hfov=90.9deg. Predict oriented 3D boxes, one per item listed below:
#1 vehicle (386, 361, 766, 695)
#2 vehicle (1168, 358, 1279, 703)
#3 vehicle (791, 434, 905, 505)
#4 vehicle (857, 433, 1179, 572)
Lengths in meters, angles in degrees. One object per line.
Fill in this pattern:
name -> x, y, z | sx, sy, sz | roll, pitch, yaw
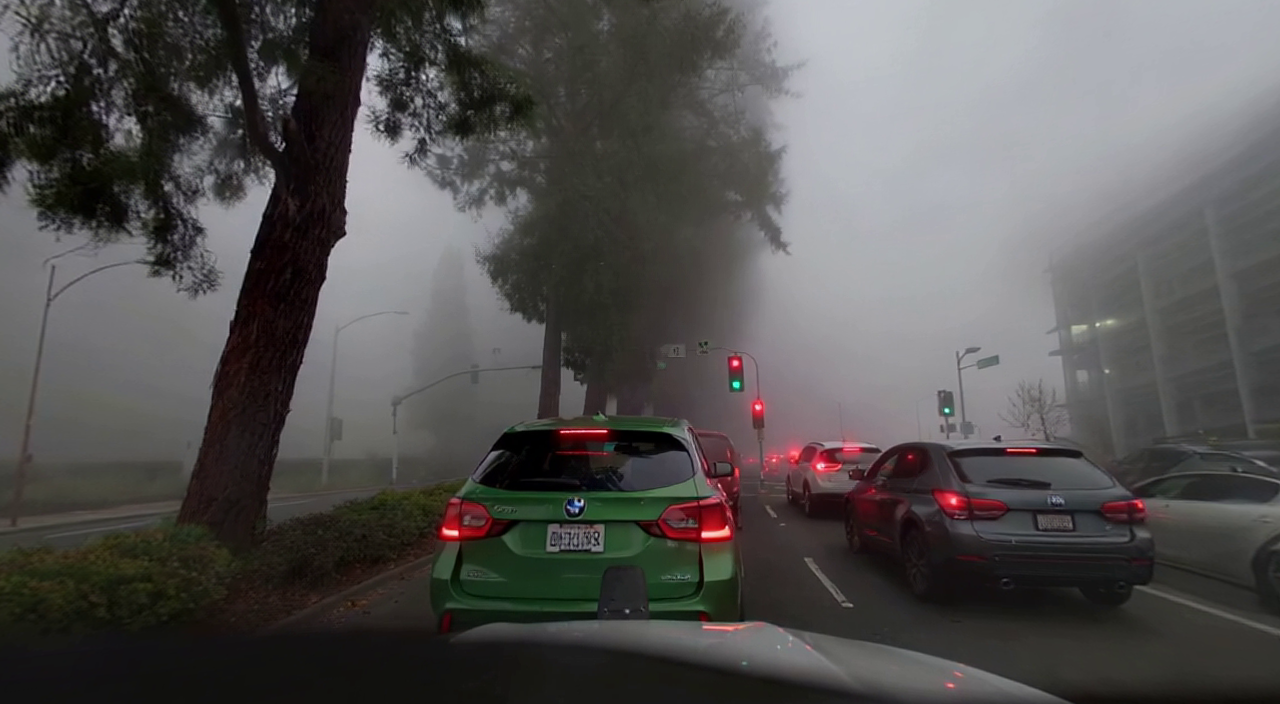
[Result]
vehicle -> -0.215, 1.237, 5.565 | 2.021, 1.742, 4.295 | -1, -8, 4
vehicle -> 4.057, 0.609, 1.115 | 1.993, 1.719, 4.953 | 0, -8, 1
vehicle -> 5.319, 3.034, 16.733 | 1.994, 1.638, 4.100 | -1, -9, 6
vehicle -> 4.894, 1.973, 9.171 | 1.963, 1.480, 4.553 | 0, -8, 2
